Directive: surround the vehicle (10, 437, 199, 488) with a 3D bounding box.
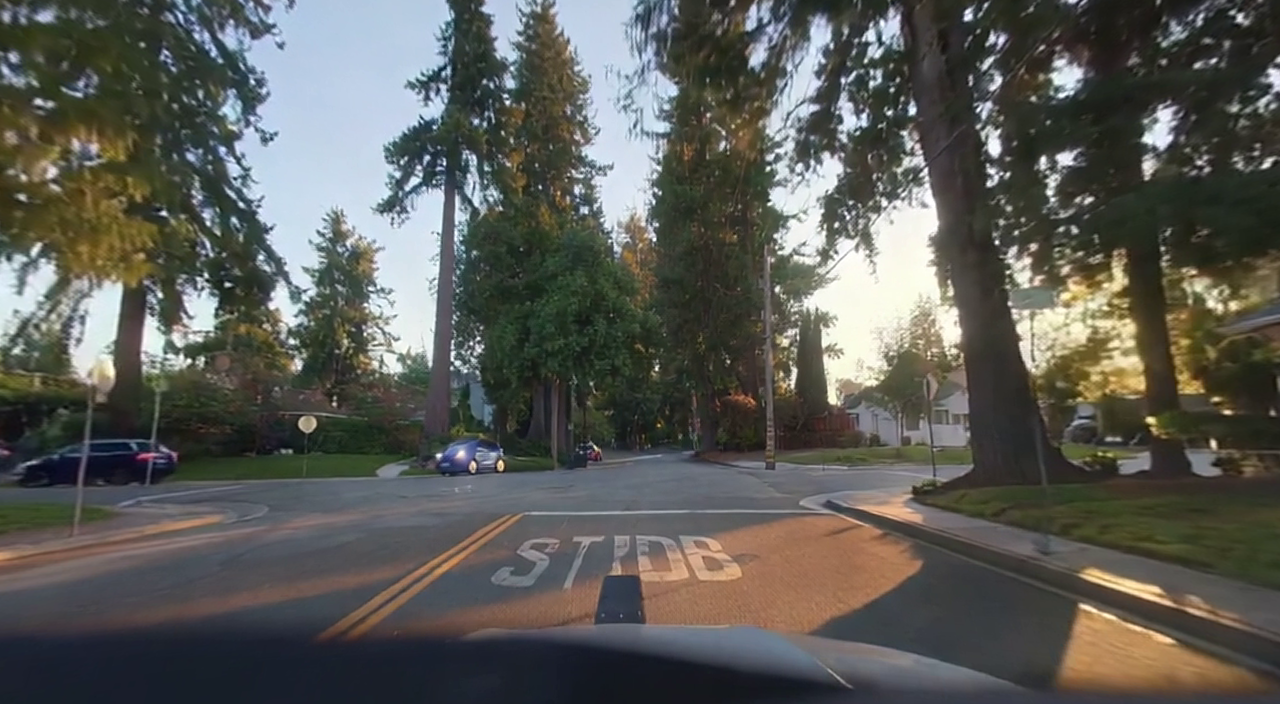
[{"bbox_3d":[-19.193,3.943,22.836,4.968,1.728,1.987,0,-8,0],"label":"vehicle"}]

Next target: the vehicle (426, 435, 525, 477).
[{"bbox_3d":[-6.832,4.357,26.817,1.988,1.596,4.396,-3,-8,17],"label":"vehicle"}]
